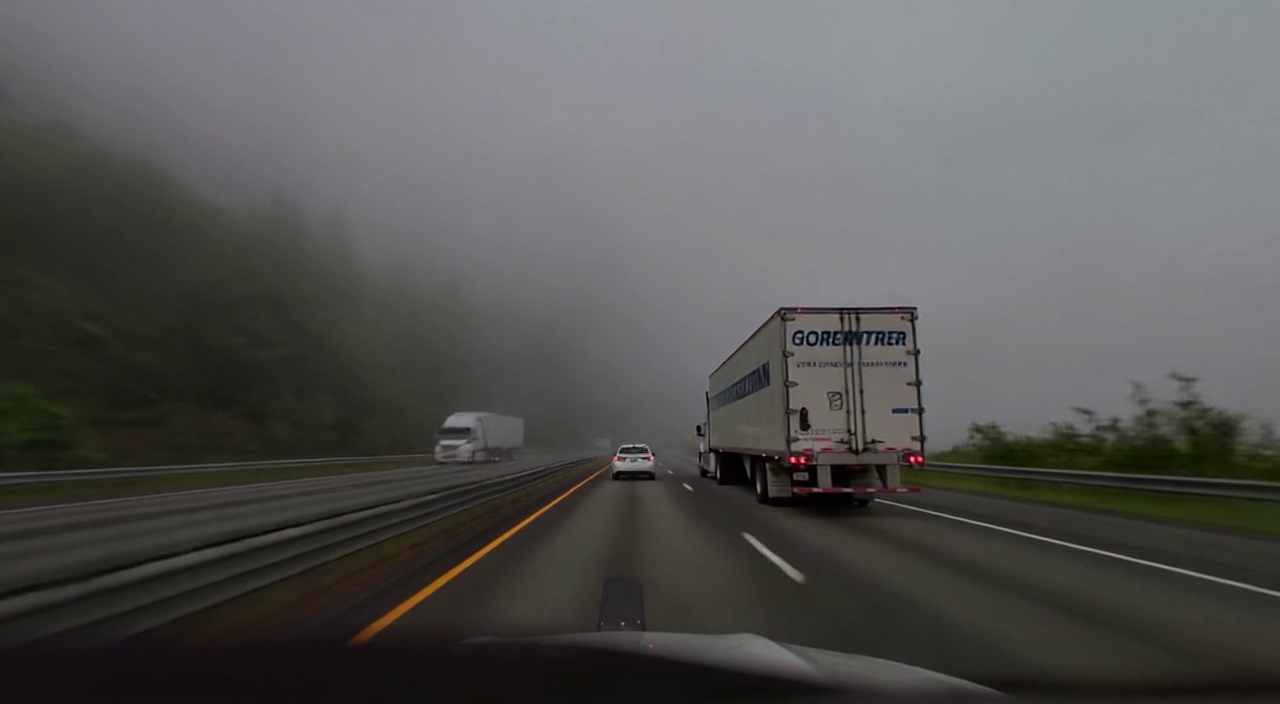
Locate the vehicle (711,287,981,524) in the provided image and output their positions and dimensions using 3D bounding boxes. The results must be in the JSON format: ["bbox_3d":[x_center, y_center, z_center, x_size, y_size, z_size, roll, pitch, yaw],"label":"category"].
[{"bbox_3d":[4.288,1.999,18.001,2.909,4.074,14.457,0,-9,0],"label":"vehicle"}]

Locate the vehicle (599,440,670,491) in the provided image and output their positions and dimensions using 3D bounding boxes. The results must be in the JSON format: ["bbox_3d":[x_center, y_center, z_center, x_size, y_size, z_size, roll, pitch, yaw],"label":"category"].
[{"bbox_3d":[-0.154,3.609,20.276,2.074,1.475,3.960,0,-9,0],"label":"vehicle"}]

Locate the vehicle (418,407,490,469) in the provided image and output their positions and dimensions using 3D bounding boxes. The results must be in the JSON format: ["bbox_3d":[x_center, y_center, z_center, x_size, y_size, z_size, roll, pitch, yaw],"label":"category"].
[{"bbox_3d":[-12.610,5.977,43.396,3.028,3.921,5.723,0,-9,1],"label":"vehicle"}]
